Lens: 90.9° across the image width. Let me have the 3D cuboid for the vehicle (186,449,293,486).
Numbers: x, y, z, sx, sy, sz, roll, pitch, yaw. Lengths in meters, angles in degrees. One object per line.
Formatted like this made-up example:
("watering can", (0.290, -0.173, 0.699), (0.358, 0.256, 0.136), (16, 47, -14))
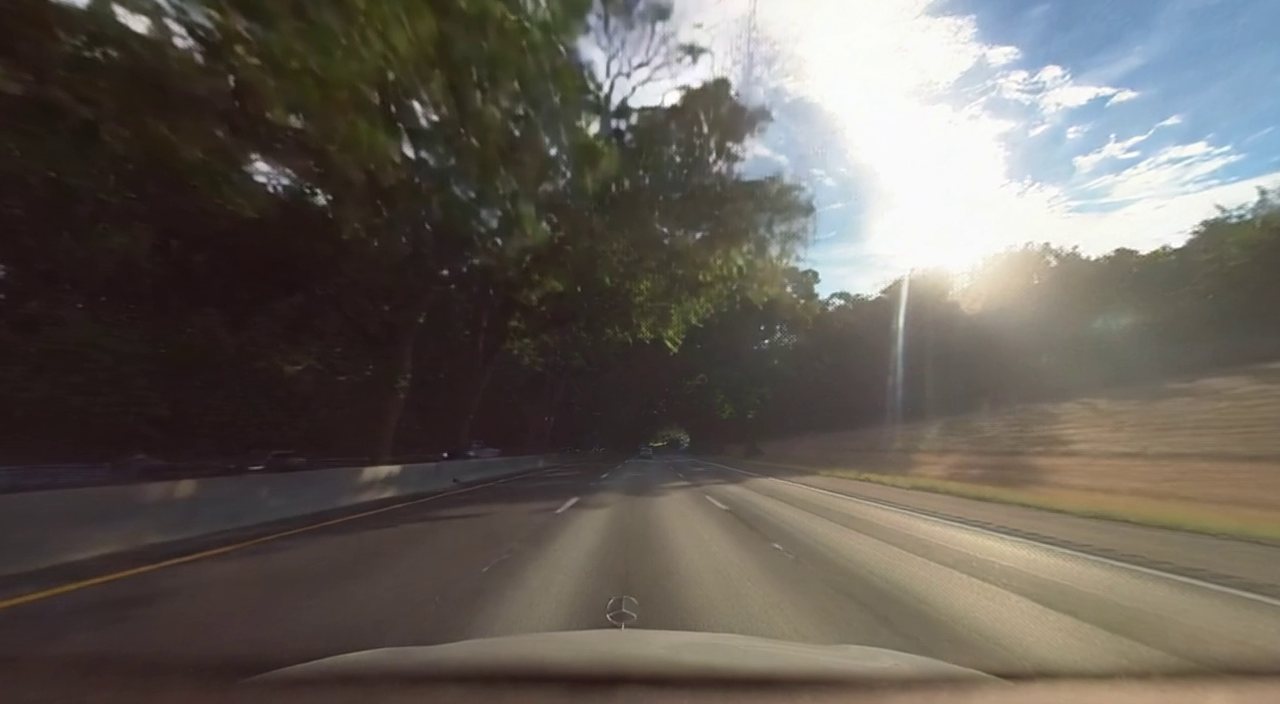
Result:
("vehicle", (-16.899, 4.871, 26.840), (1.872, 1.465, 3.915), (0, -9, 1))

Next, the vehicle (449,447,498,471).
("vehicle", (-11.230, 7.235, 42.827), (1.997, 1.549, 4.691), (0, -9, 1))
